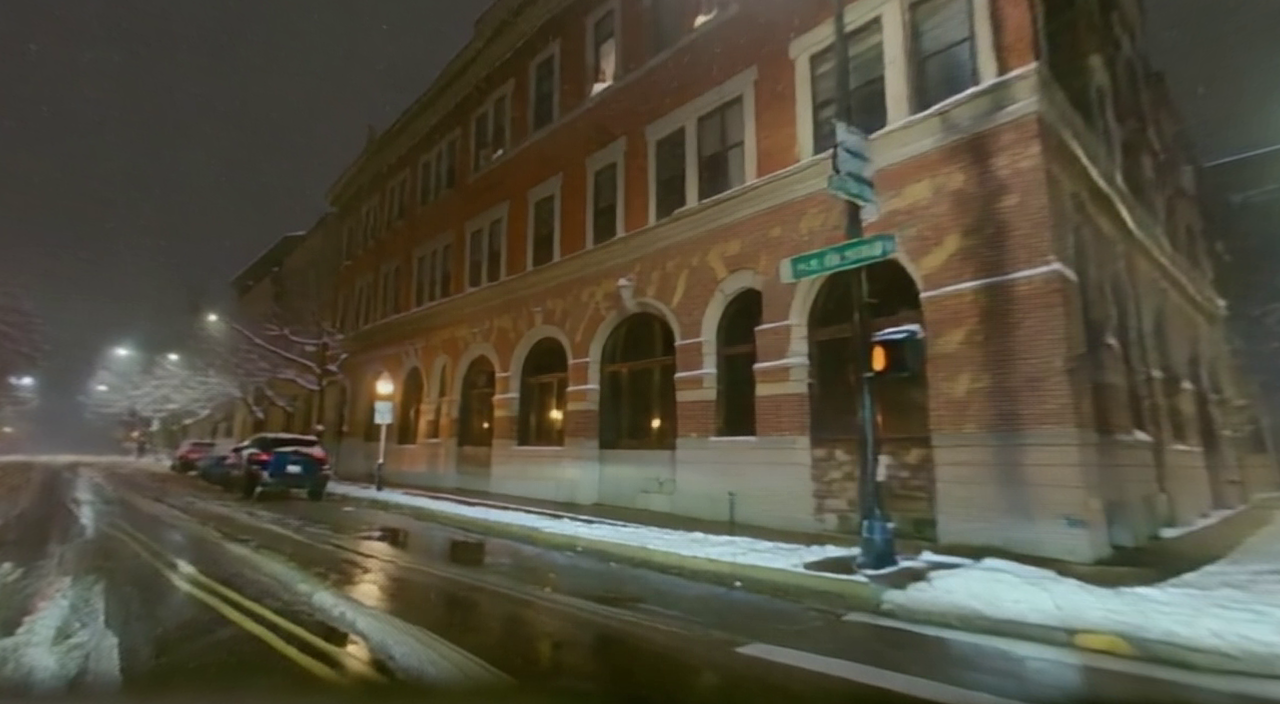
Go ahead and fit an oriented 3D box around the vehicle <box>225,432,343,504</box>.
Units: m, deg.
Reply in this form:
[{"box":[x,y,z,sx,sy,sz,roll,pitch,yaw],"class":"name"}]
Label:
[{"box":[-10.495,3.311,18.423,1.953,1.804,4.518,7,-11,-41],"class":"vehicle"}]
